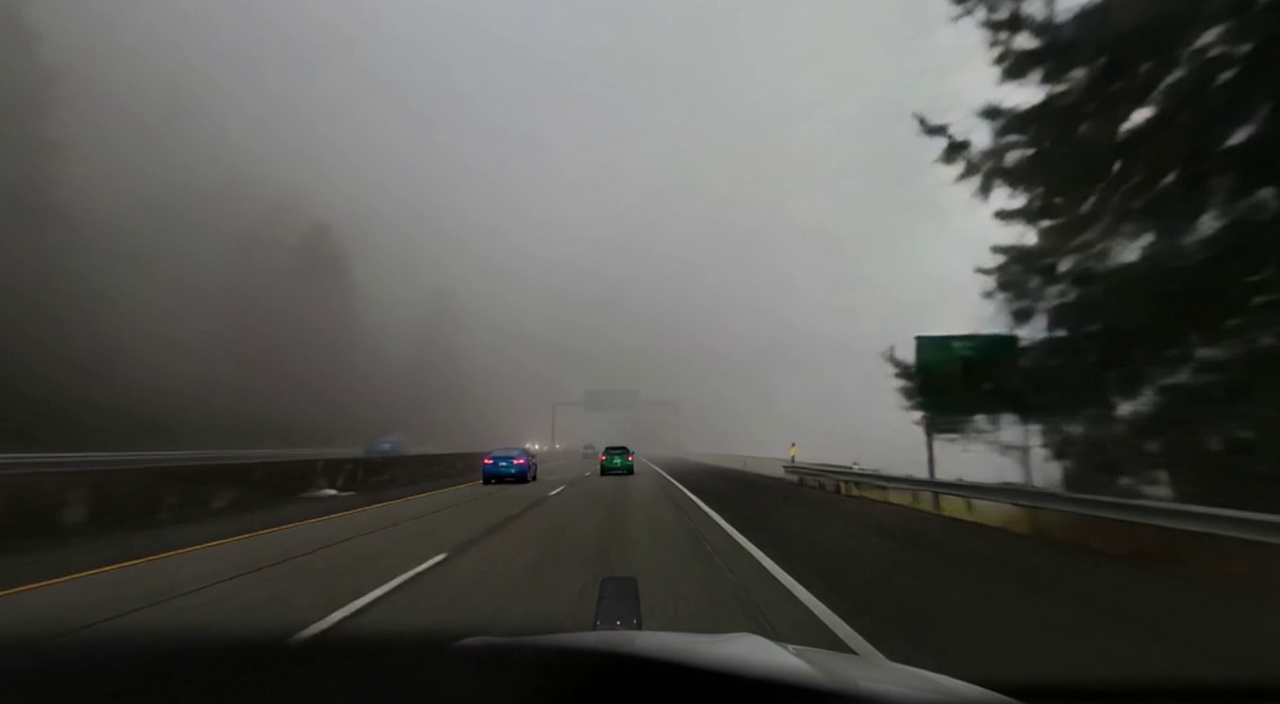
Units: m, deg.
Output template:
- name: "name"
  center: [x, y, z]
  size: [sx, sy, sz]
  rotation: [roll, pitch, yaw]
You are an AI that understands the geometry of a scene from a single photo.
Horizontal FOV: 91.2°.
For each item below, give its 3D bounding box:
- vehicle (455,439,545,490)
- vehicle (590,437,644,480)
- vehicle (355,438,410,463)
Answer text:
- name: "vehicle"
  center: [-4.788, 3.926, 22.192]
  size: [2.103, 1.588, 4.709]
  rotation: [-1, -9, 0]
- name: "vehicle"
  center: [-0.973, 4.634, 27.581]
  size: [2.220, 1.711, 4.056]
  rotation: [0, -9, -1]
- name: "vehicle"
  center: [-17.601, 6.752, 43.037]
  size: [1.987, 1.594, 4.249]
  rotation: [-1, -9, 0]
